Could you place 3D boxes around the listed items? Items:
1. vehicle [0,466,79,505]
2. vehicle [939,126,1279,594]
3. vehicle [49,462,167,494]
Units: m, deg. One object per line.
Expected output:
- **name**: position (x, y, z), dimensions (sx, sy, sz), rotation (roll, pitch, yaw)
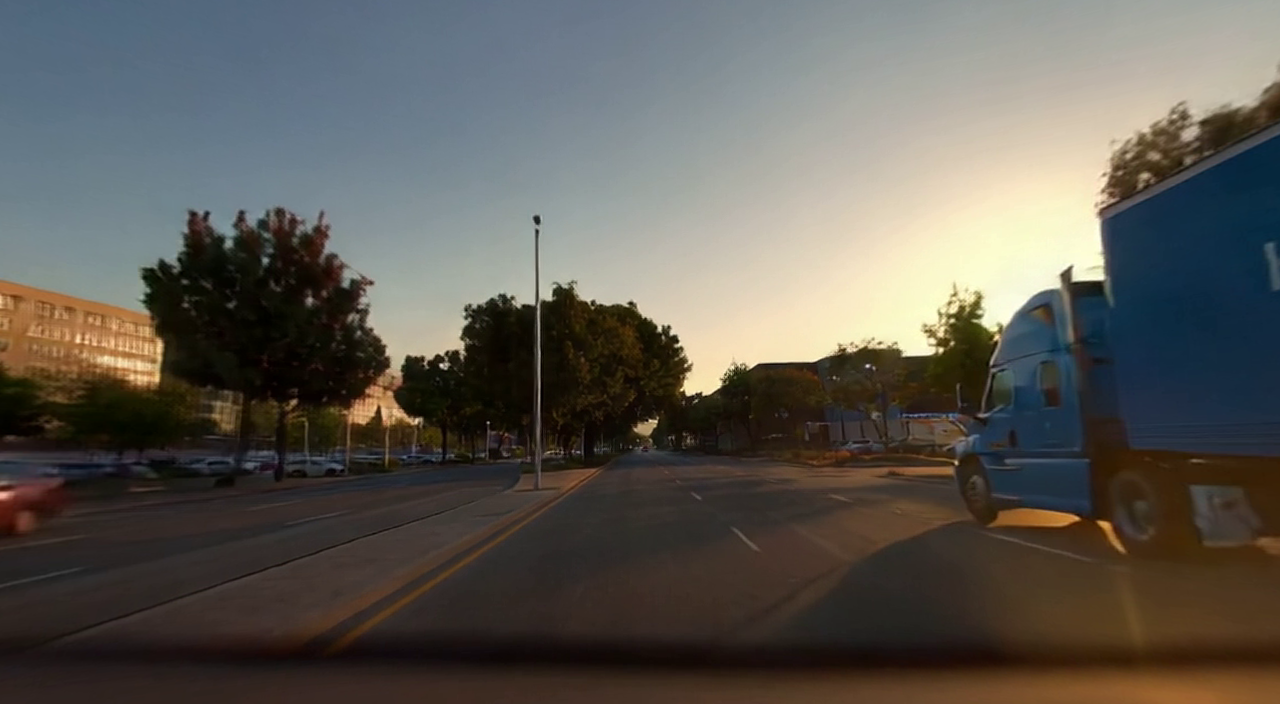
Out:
- **vehicle**: position (-28.522, 6.089, 28.855), dimensions (4.164, 1.577, 2.021), rotation (7, -11, -40)
- **vehicle**: position (6.806, 0.029, 4.966), dimensions (3.120, 3.794, 11.510), rotation (0, -9, -1)
- **vehicle**: position (-27.976, 6.589, 33.333), dimensions (4.576, 1.426, 1.886), rotation (7, -11, -42)
